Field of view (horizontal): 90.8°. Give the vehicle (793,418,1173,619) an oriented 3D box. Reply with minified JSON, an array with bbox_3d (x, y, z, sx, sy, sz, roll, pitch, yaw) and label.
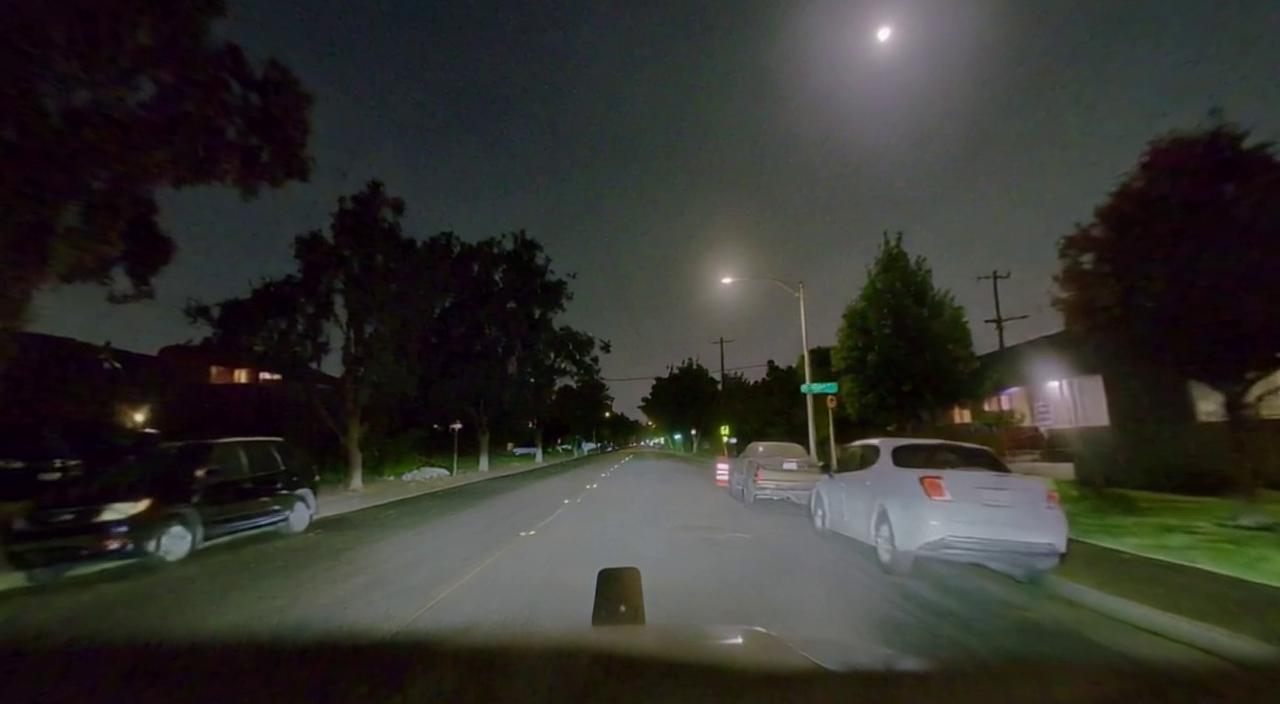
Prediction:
[{"bbox_3d":[3.344,1.683,7.472,1.896,1.602,4.571,0,-8,0],"label":"vehicle"}]

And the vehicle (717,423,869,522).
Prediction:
[{"bbox_3d":[3.032,2.509,13.769,2.056,1.741,4.810,0,-8,-1],"label":"vehicle"}]

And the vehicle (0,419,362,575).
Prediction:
[{"bbox_3d":[-6.922,2.202,10.416,2.266,1.877,5.167,-1,-9,1],"label":"vehicle"}]
